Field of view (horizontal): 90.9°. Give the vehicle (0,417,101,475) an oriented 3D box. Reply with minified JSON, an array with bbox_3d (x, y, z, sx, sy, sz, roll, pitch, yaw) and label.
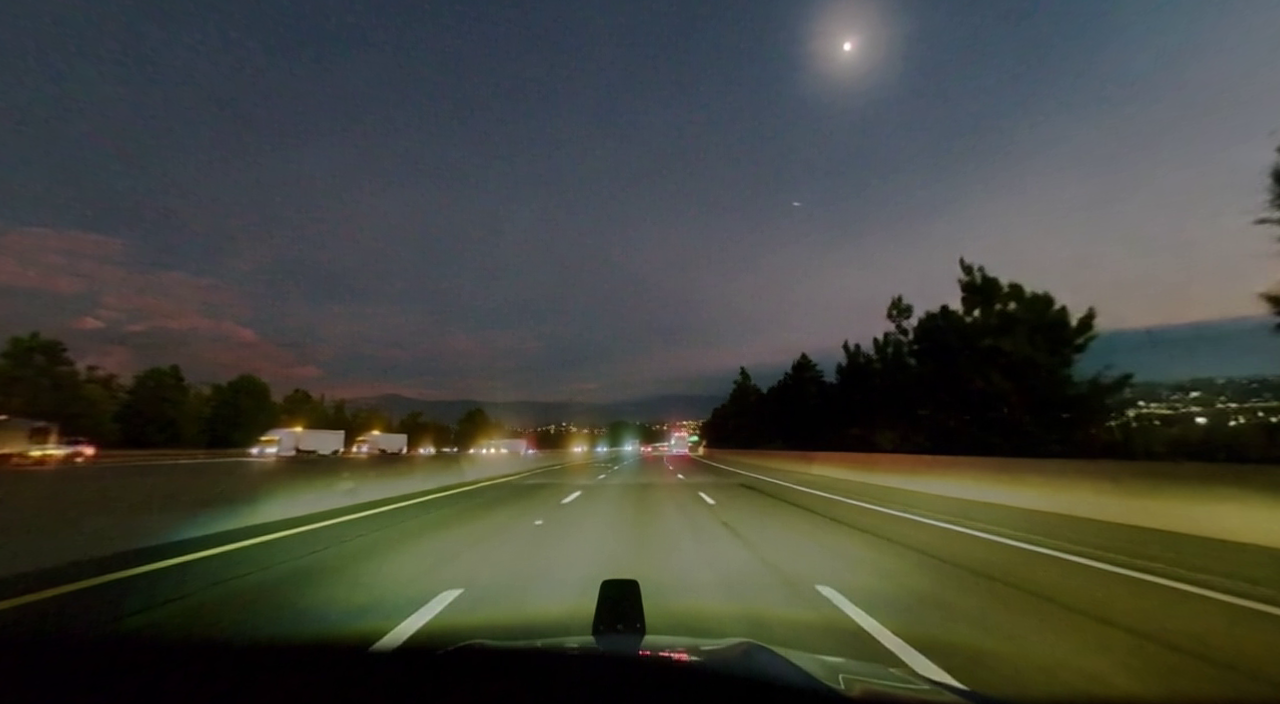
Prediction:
[{"bbox_3d":[-44.558,6.905,45.586,2.822,3.748,12.930,2,-9,-14],"label":"vehicle"}]
